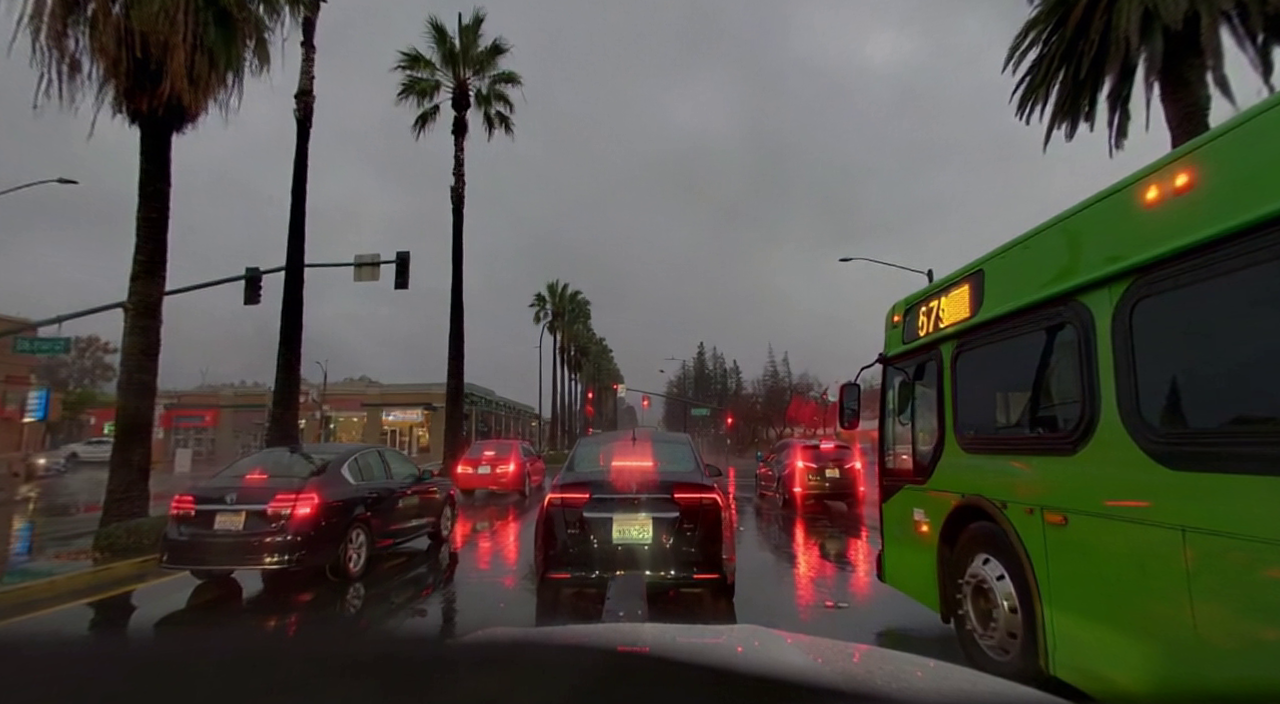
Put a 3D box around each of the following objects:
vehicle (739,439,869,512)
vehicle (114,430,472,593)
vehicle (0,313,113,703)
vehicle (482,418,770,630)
[{"bbox_3d":[3.718,2.872,15.181,1.989,1.467,4.364,0,-9,1],"label":"vehicle"},{"bbox_3d":[-3.627,1.720,7.711,1.919,1.415,4.178,0,-9,1],"label":"vehicle"},{"bbox_3d":[-3.562,0.467,0.334,2.145,1.824,4.974,0,-9,2],"label":"vehicle"},{"bbox_3d":[-0.110,1.521,6.510,2.060,1.499,3.831,0,-9,0],"label":"vehicle"}]
